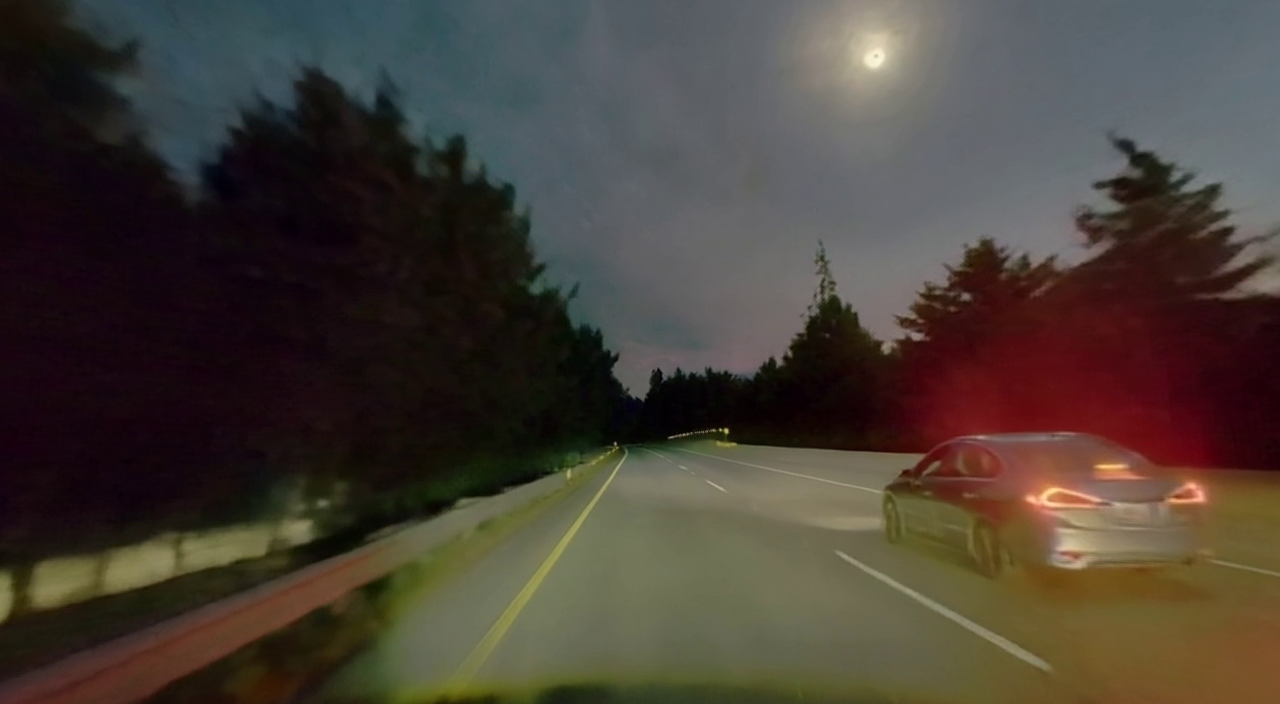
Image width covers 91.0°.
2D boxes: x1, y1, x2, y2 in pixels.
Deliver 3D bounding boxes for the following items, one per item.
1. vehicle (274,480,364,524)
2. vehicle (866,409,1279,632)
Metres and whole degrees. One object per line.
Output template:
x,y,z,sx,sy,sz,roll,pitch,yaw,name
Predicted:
-16.852,7.886,33.436,2.033,1.760,5.399,0,-8,-1,vehicle
4.297,1.500,6.768,1.905,1.525,4.719,0,-8,-1,vehicle
